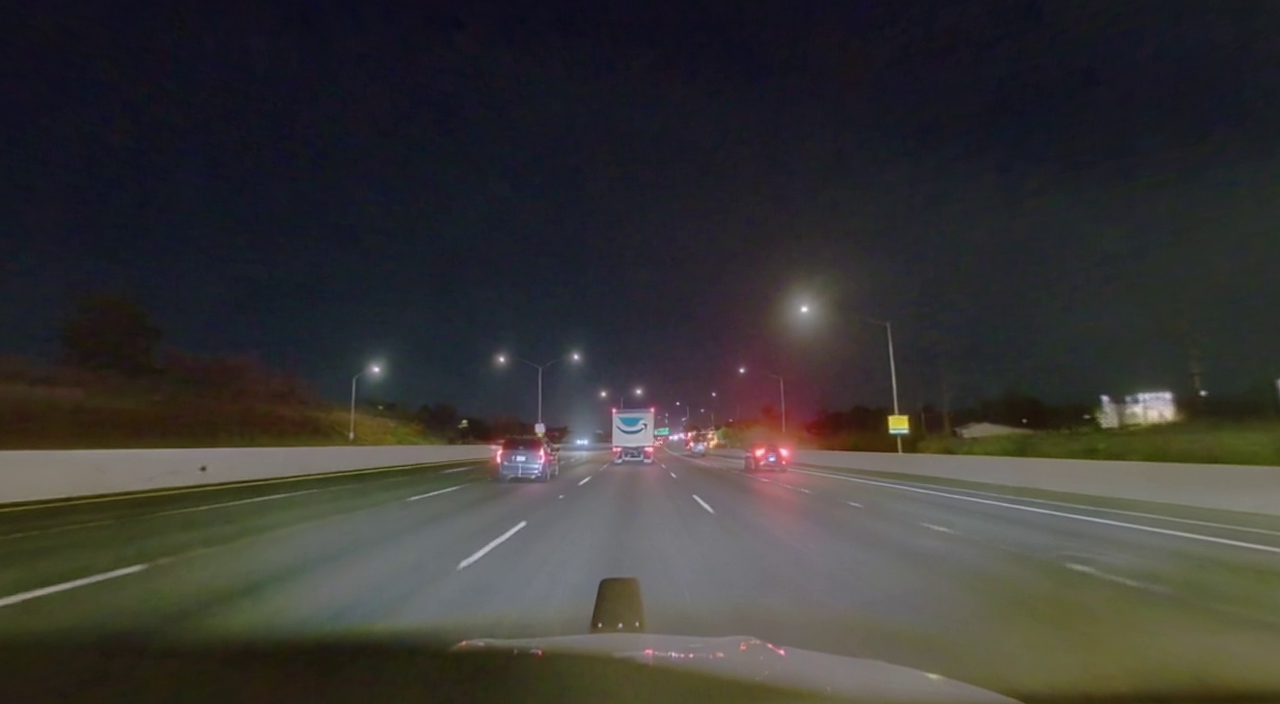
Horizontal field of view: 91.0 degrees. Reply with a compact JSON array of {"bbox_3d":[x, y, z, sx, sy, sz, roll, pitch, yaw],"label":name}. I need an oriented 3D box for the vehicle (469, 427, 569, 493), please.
[{"bbox_3d":[-3.435,3.166,18.741,2.095,1.688,4.188,0,-9,1],"label":"vehicle"}]

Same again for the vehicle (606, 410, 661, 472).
[{"bbox_3d":[-0.301,4.428,31.159,2.456,2.705,6.251,1,-9,0],"label":"vehicle"}]

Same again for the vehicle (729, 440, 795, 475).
[{"bbox_3d":[5.572,4.886,29.387,1.970,1.499,4.491,1,-9,-3],"label":"vehicle"}]

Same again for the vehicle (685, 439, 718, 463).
[{"bbox_3d":[4.537,7.349,46.690,2.067,1.654,3.985,0,-9,0],"label":"vehicle"}]
